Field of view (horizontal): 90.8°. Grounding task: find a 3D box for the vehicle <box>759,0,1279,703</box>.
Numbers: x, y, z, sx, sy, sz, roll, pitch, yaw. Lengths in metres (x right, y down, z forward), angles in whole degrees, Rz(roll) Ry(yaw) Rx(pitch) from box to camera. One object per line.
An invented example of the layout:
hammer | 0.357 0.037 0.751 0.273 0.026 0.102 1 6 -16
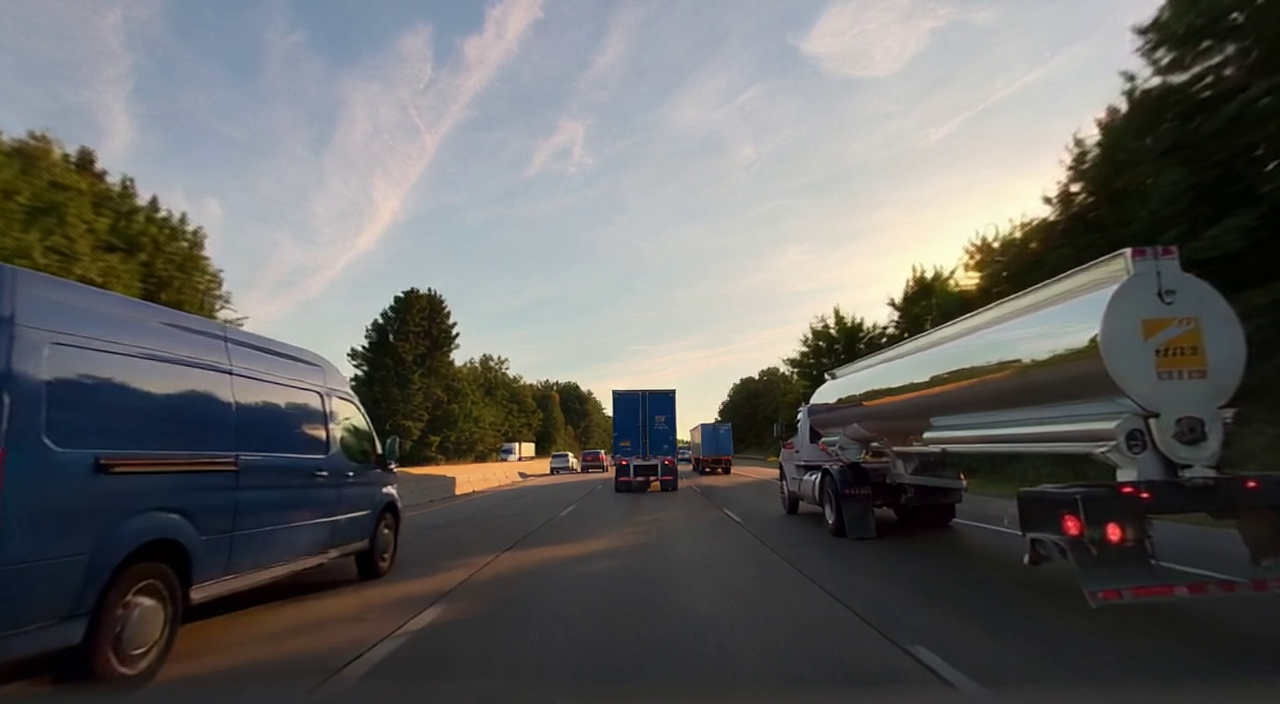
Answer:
vehicle | 4.451 0.614 9.313 3.139 4.152 11.915 0 -9 0

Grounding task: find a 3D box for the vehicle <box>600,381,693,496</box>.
vehicle | 0.165 3.332 23.692 2.773 3.455 9.118 0 -9 0

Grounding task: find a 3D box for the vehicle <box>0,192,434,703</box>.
vehicle | -4.160 0.955 5.409 2.525 2.572 6.260 0 -9 1

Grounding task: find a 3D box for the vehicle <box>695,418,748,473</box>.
vehicle | 5.772 6.965 46.685 2.706 3.500 11.483 0 -9 2

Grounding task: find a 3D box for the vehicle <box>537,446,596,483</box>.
vehicle | -3.502 5.474 30.986 2.134 1.652 4.439 0 -9 3
